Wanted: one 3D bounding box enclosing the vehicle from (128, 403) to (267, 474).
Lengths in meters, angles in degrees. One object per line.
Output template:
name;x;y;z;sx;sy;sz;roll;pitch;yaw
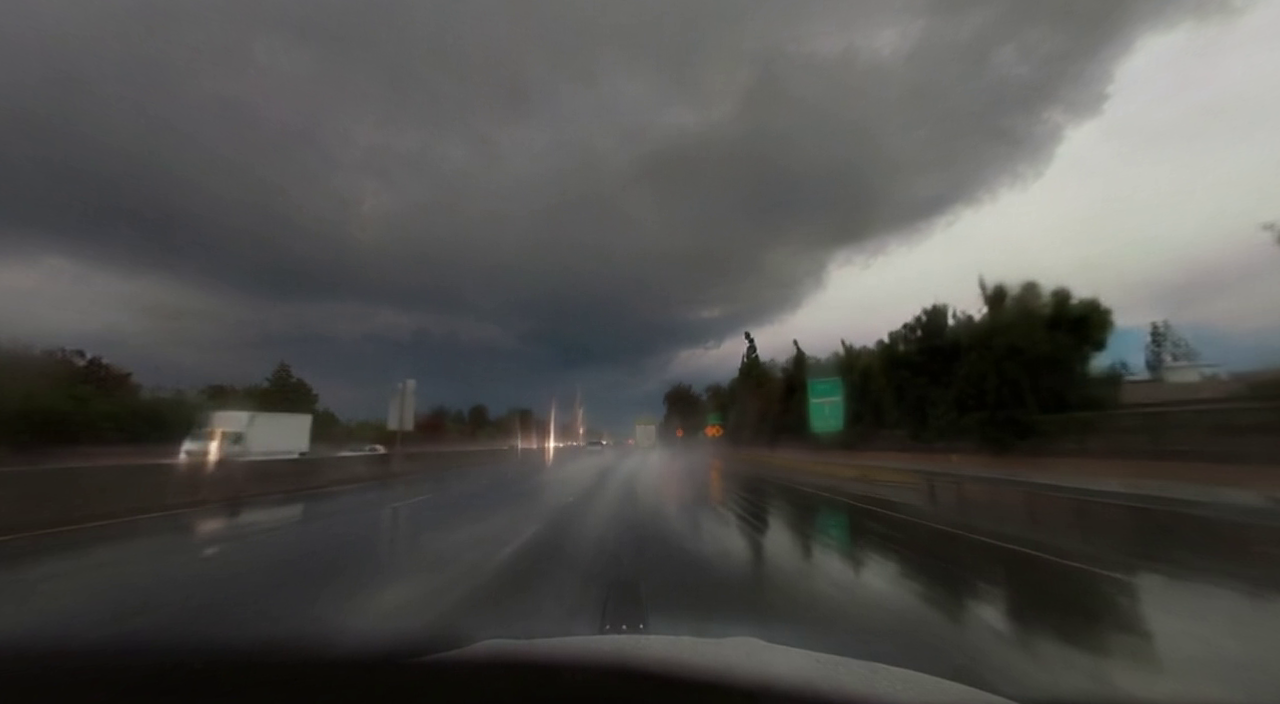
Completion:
vehicle;-23.669;4.695;34.142;2.990;3.503;6.029;0;-8;0

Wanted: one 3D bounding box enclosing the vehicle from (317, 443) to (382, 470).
vehicle;-15.641;5.632;34.073;1.777;1.373;3.547;0;-8;0
